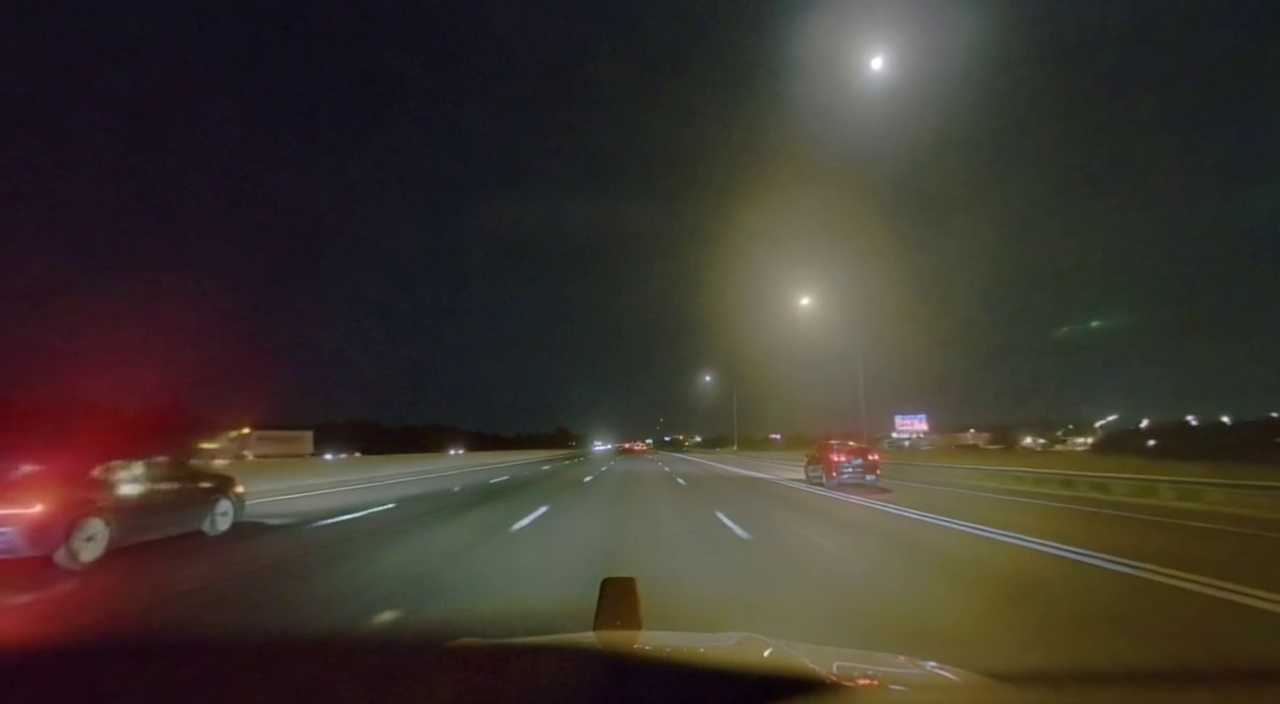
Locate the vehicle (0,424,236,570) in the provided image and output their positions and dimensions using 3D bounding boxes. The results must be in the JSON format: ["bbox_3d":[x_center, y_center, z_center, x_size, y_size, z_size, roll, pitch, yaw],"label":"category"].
[{"bbox_3d":[-7.845,1.753,8.170,2.005,1.545,4.874,0,-8,0],"label":"vehicle"}]
